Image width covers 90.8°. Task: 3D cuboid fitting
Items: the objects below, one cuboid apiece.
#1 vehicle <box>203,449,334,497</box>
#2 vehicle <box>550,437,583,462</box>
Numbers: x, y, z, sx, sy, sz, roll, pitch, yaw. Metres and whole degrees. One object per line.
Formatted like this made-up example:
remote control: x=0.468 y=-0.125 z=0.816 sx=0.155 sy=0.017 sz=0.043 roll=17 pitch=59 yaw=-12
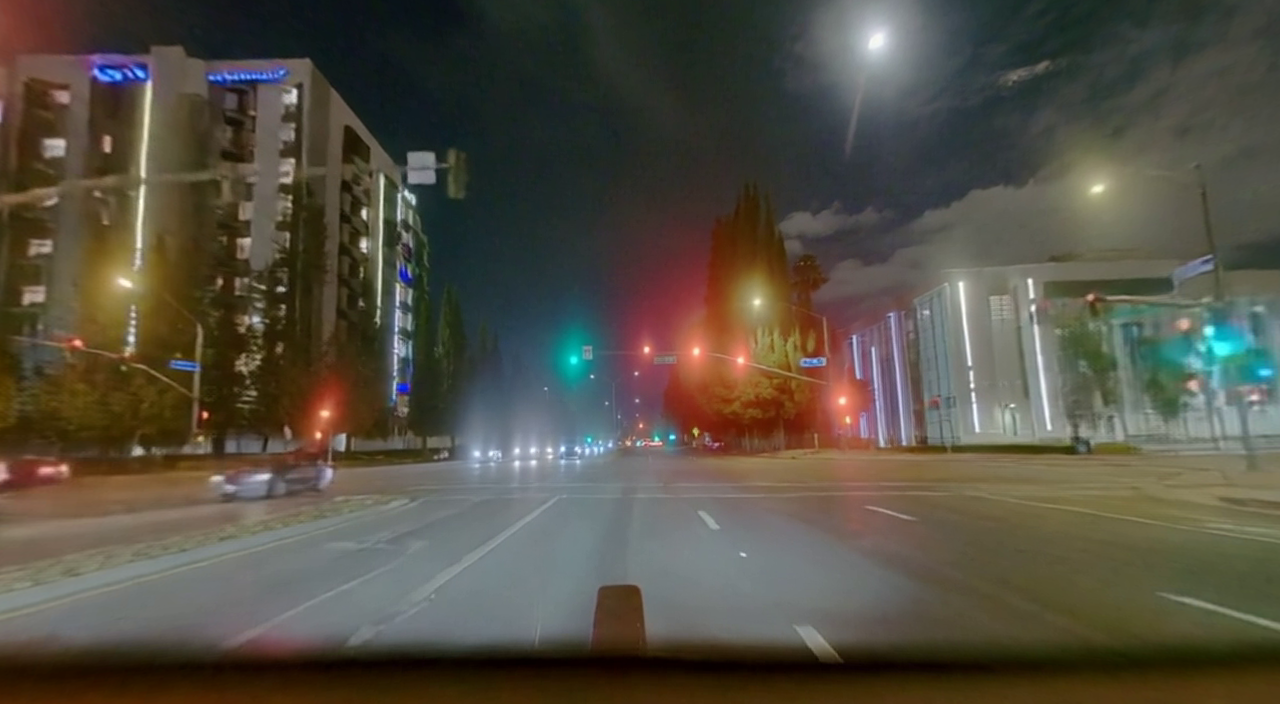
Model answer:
vehicle: x=-12.040 y=3.921 z=20.840 sx=1.890 sy=1.358 sz=3.988 roll=-1 pitch=-8 yaw=0
vehicle: x=-5.596 y=7.449 z=48.406 sx=2.098 sy=1.789 sz=4.338 roll=0 pitch=-8 yaw=-1
